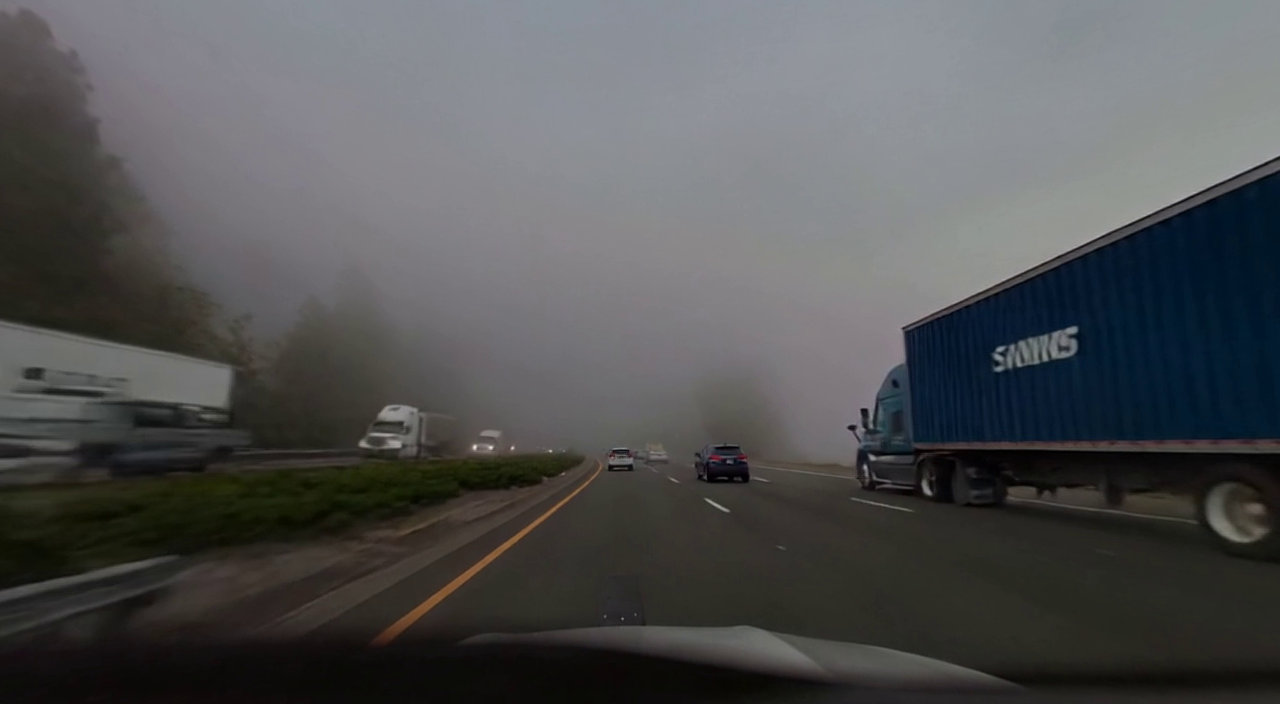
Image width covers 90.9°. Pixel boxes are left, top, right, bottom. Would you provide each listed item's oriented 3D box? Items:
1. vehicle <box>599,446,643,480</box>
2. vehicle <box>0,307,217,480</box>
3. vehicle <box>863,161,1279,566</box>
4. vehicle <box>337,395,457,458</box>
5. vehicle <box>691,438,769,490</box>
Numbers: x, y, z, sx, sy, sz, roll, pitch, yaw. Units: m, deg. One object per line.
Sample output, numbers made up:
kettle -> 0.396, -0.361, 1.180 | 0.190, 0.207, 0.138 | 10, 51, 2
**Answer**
vehicle -> -0.940, 5.494, 31.384 | 2.050, 1.534, 3.771 | 0, -9, -2
vehicle -> -16.440, 1.019, 15.003 | 2.877, 4.006, 14.271 | 0, -9, 0
vehicle -> 7.813, 0.763, 10.364 | 2.965, 3.990, 14.227 | 0, -9, -1
vehicle -> -17.314, 5.899, 46.955 | 2.926, 3.856, 16.459 | 1, -9, -2
vehicle -> 2.996, 3.863, 21.882 | 2.013, 1.623, 3.916 | 0, -9, -2
